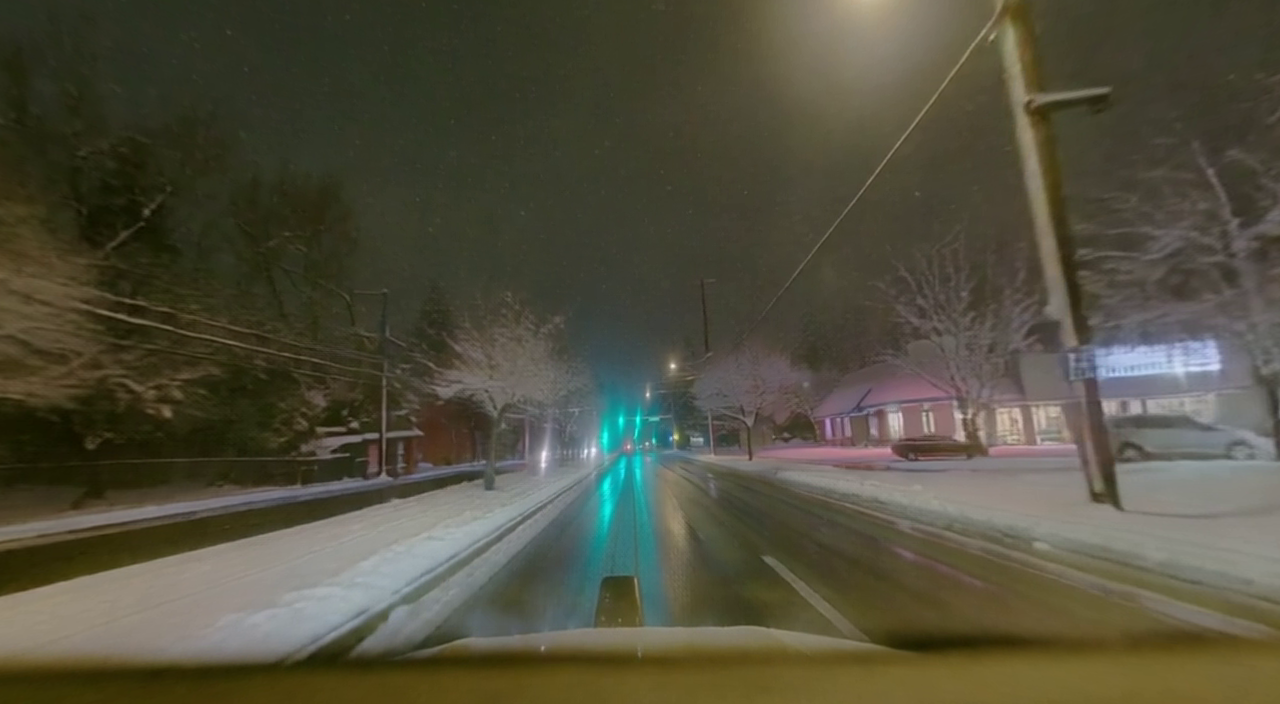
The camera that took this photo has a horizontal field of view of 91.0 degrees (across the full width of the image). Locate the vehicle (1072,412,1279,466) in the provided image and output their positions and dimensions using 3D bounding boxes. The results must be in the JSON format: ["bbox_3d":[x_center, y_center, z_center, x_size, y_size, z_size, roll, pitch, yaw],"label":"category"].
[{"bbox_3d":[16.624,2.700,19.354,5.124,1.541,2.070,0,-9,-1],"label":"vehicle"}]

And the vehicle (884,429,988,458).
[{"bbox_3d":[16.222,5.037,34.685,4.701,1.500,2.050,0,-8,0],"label":"vehicle"}]
